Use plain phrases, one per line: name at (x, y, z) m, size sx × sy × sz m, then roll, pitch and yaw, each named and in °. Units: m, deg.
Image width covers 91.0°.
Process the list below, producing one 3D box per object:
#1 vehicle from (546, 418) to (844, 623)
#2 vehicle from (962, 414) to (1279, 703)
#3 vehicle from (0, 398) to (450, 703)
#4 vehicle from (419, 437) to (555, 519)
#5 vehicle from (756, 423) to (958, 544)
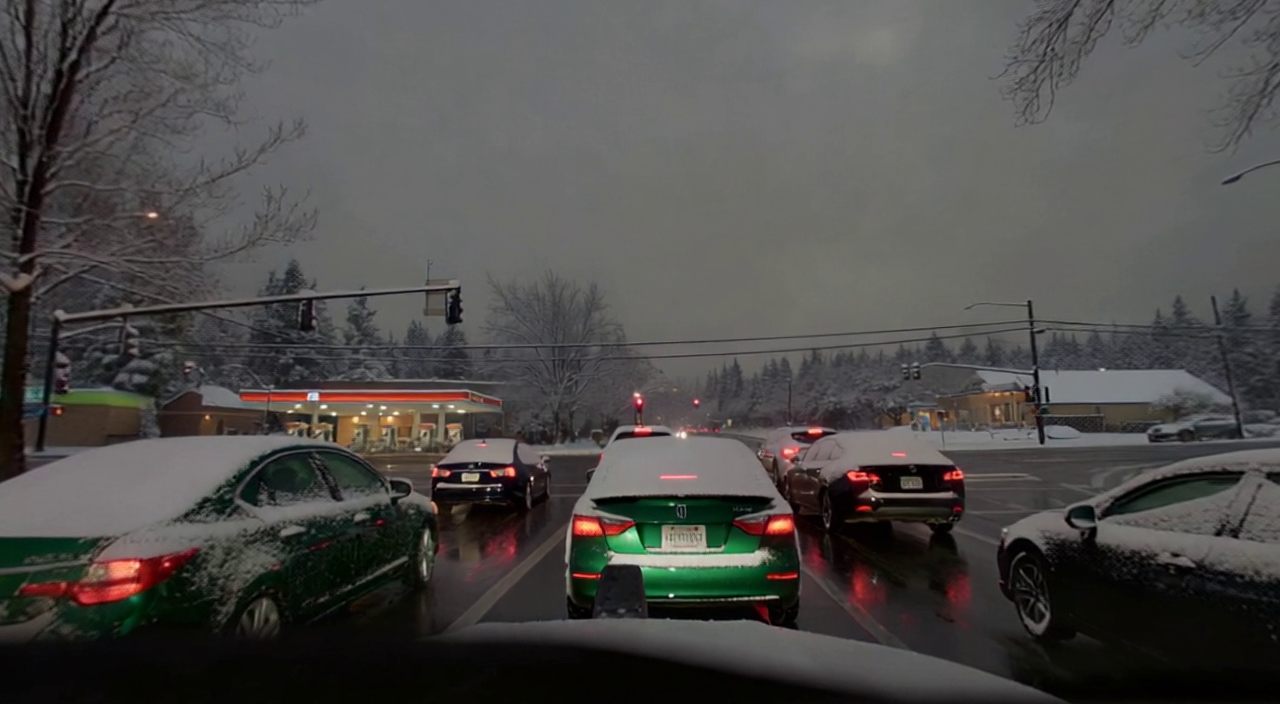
vehicle at (0.356, 1.581, 6.922) m, size 2.220 × 1.507 × 4.317 m, roll 0°, pitch -9°, yaw -1°
vehicle at (4.167, 1.136, 3.629) m, size 1.950 × 1.497 × 4.686 m, roll 0°, pitch -9°, yaw -3°
vehicle at (-3.016, 1.250, 4.598) m, size 1.887 × 1.493 × 4.255 m, roll 0°, pitch -9°, yaw 1°
vehicle at (-3.084, 2.637, 13.685) m, size 1.867 × 1.474 × 4.237 m, roll 0°, pitch -9°, yaw 0°
vehicle at (3.374, 2.122, 10.785) m, size 1.947 × 1.630 × 4.127 m, roll 0°, pitch -9°, yaw 0°
